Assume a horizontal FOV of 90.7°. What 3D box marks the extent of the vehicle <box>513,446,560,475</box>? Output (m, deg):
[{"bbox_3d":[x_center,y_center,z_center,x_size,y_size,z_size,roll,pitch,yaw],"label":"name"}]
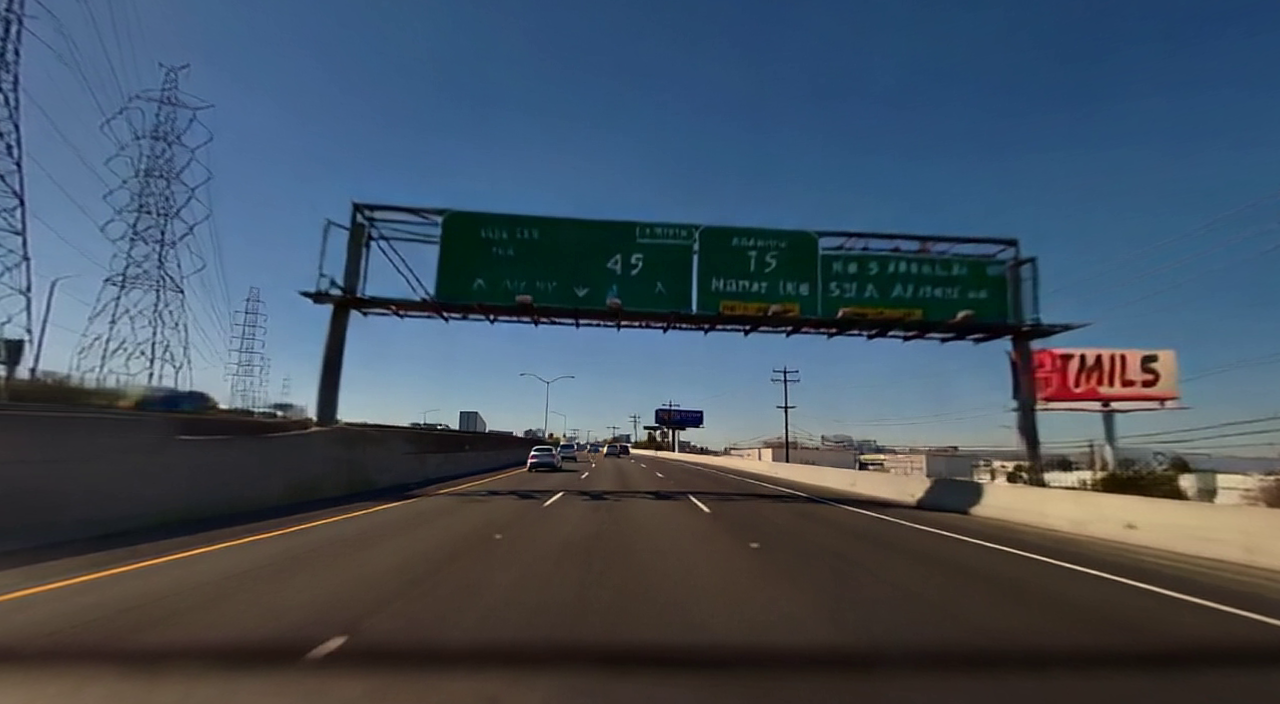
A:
[{"bbox_3d":[-5.438,5.740,33.622,1.921,1.420,4.078,0,-9,-2],"label":"vehicle"}]
